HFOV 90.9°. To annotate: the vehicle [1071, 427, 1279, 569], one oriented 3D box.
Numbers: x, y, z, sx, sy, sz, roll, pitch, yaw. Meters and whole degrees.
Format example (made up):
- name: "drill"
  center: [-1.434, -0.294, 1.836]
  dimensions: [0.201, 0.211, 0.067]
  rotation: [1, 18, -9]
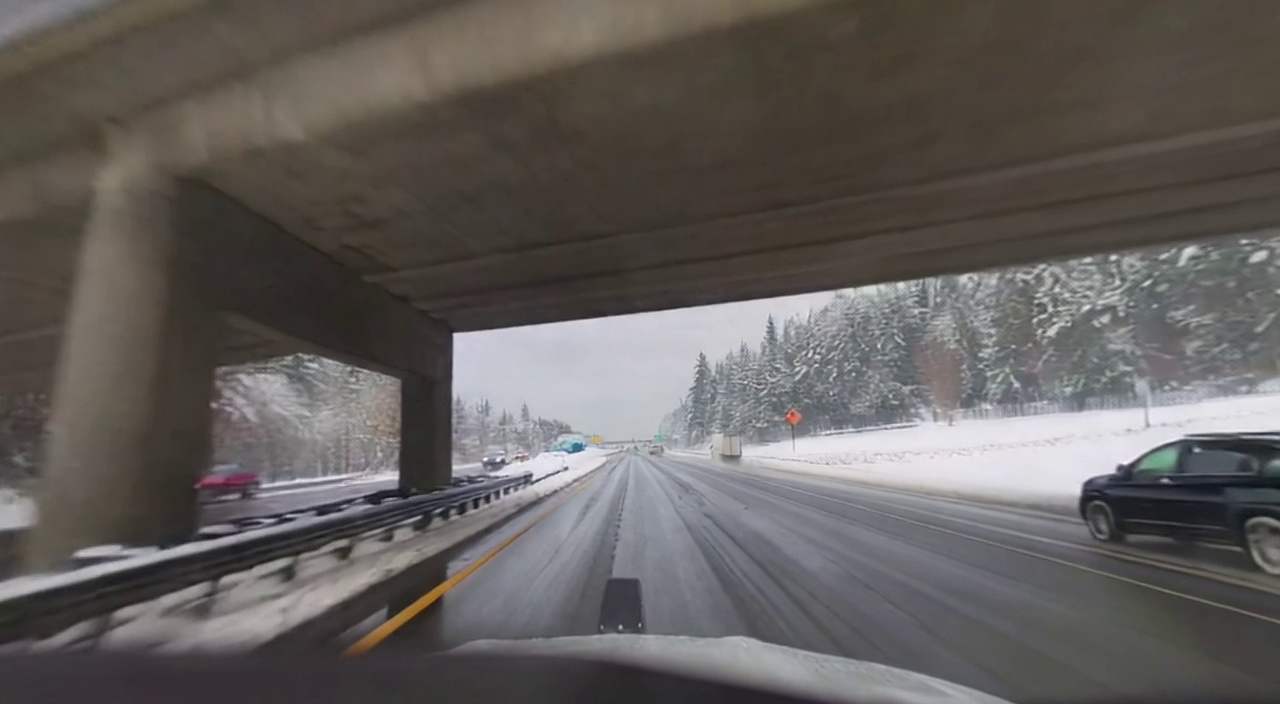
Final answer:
- name: "vehicle"
  center: [7.703, 1.688, 7.576]
  dimensions: [1.987, 1.473, 4.244]
  rotation: [0, -9, 0]
